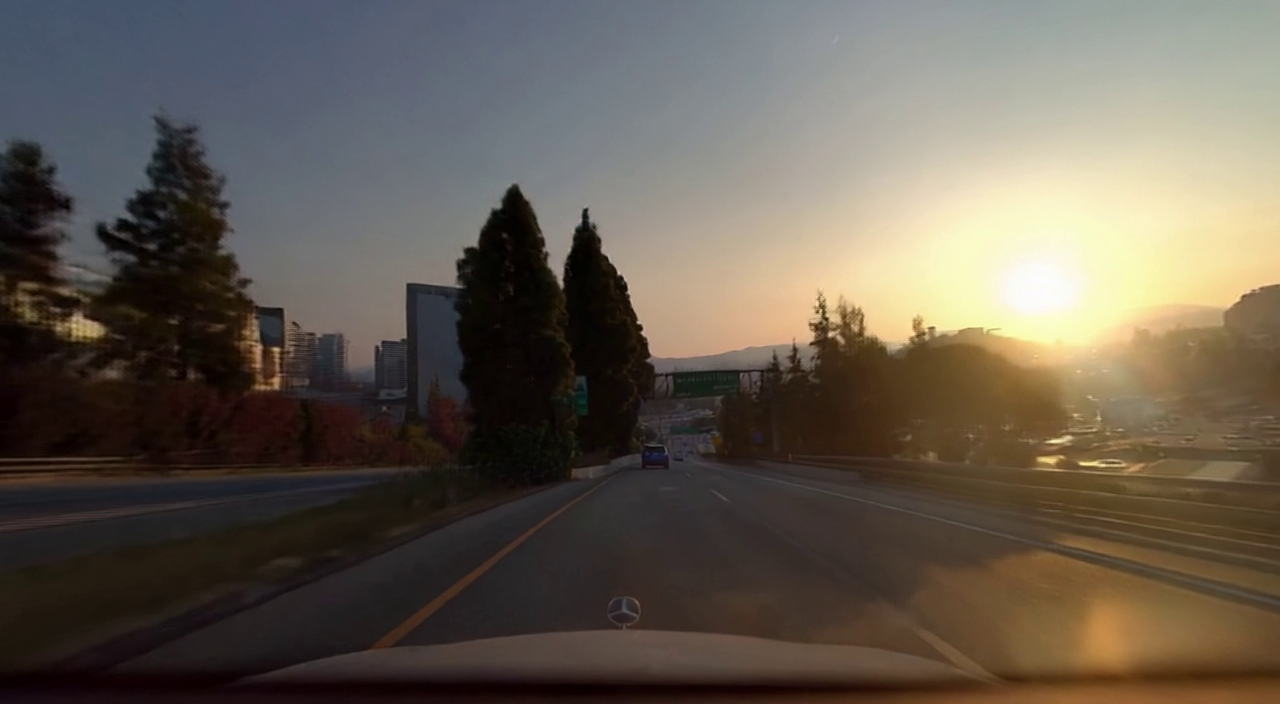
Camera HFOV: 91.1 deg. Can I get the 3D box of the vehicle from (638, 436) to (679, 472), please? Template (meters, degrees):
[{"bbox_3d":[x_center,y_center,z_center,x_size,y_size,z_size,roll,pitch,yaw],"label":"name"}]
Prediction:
[{"bbox_3d":[1.223,6.611,40.901,2.546,2.126,5.153,0,-8,2],"label":"vehicle"}]
